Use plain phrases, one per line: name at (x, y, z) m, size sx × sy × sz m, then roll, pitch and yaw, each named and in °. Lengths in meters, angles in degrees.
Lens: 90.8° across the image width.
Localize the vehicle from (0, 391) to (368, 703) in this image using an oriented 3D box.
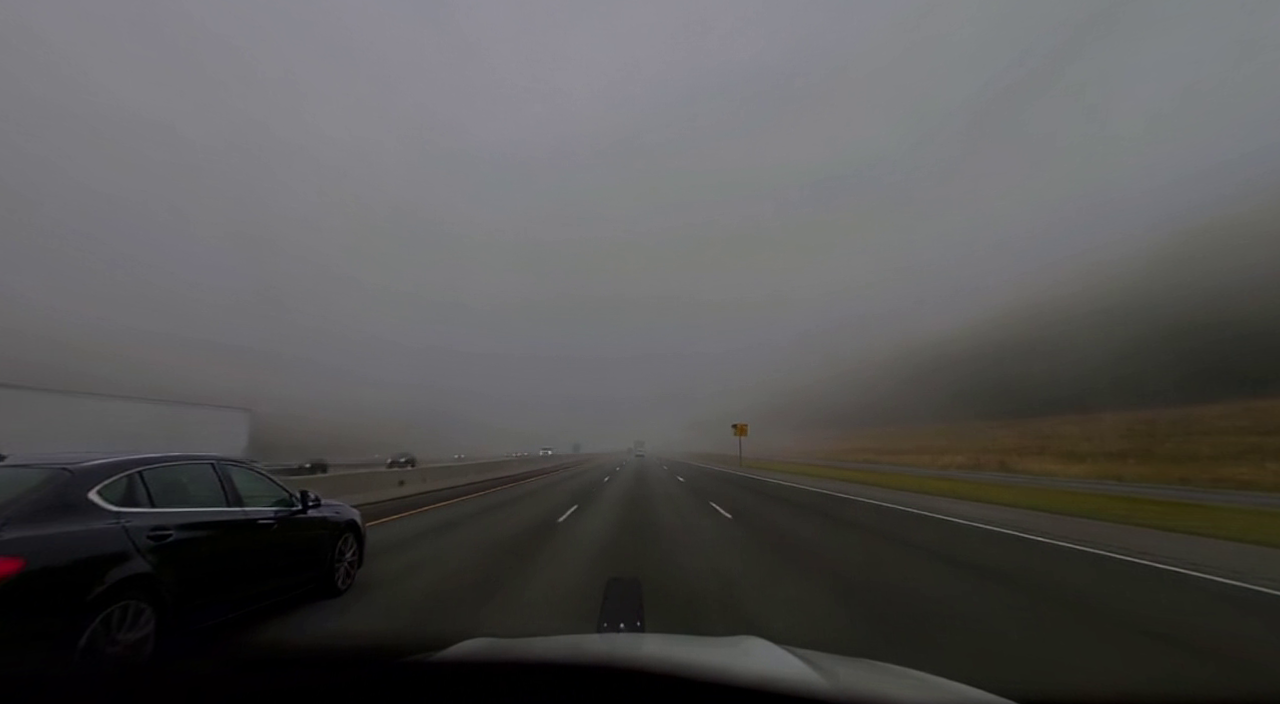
vehicle at (-3.399, 1.035, 3.016) m, size 2.180 × 1.537 × 4.459 m, roll 0°, pitch -9°, yaw 0°
